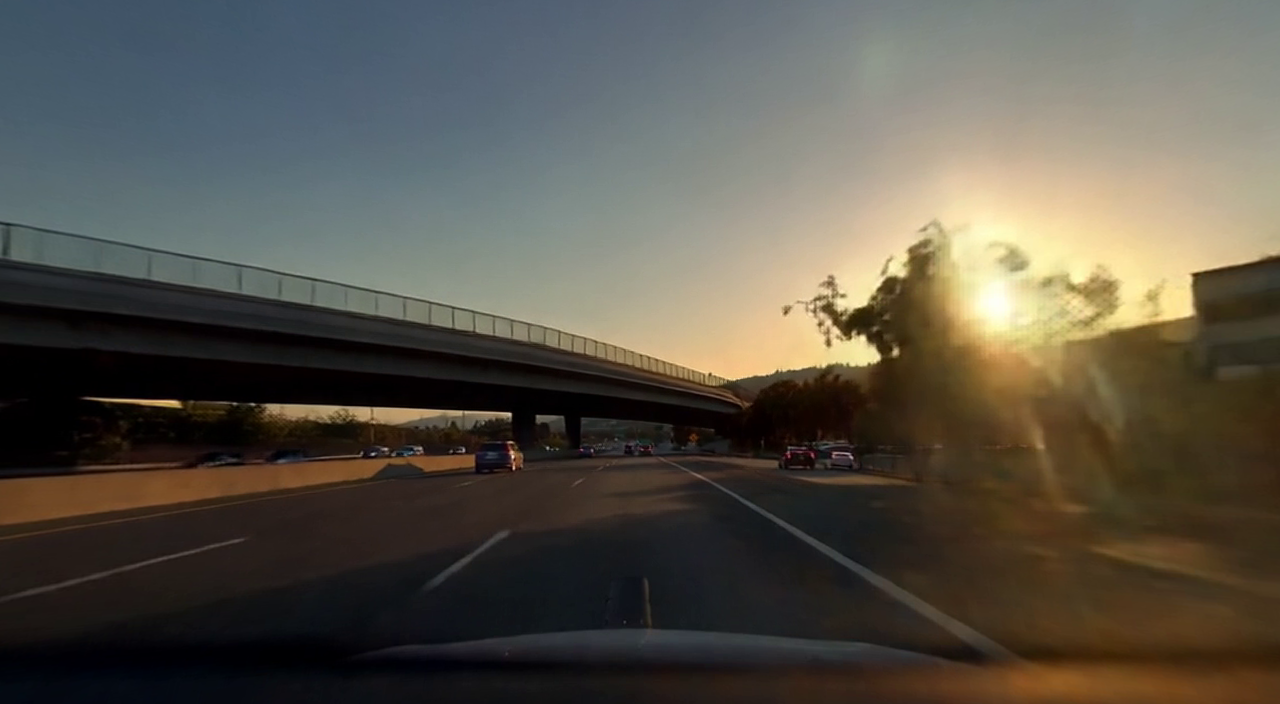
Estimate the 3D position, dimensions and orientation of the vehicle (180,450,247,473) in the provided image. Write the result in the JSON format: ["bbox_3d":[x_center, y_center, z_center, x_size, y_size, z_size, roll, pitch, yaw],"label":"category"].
[{"bbox_3d":[-31.454,8.046,46.666,1.868,1.536,4.251,0,-8,1],"label":"vehicle"}]

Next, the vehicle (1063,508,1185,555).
[{"bbox_3d":[22.164,8.209,29.162,1.790,1.475,4.520,0,-8,-4],"label":"vehicle"}]

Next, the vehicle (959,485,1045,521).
[{"bbox_3d":[21.407,8.898,37.542,2.008,1.658,4.776,0,-8,-5],"label":"vehicle"}]

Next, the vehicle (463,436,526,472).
[{"bbox_3d":[-7.222,5.103,31.719,2.088,1.678,4.426,0,-8,0],"label":"vehicle"}]
